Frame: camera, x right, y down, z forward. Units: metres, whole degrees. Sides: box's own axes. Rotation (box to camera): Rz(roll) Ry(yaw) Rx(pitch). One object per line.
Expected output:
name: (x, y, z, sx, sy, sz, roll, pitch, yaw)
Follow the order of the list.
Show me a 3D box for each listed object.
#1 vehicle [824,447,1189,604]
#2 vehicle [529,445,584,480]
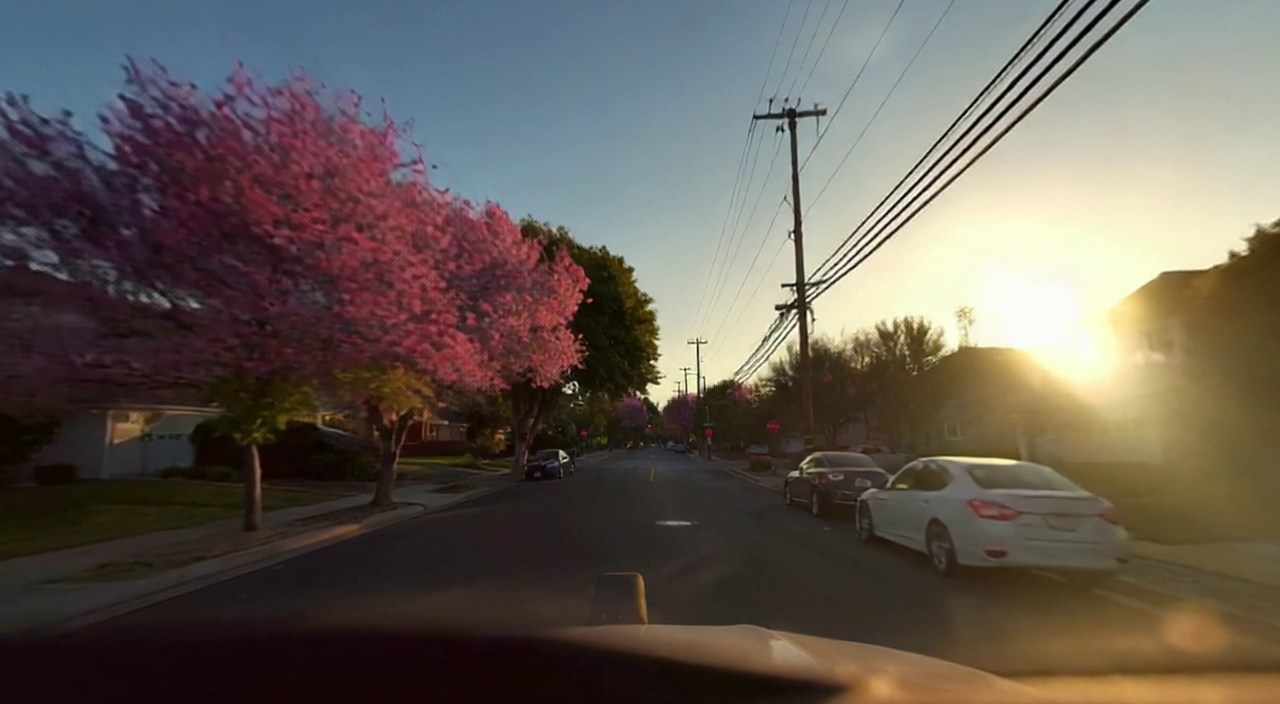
vehicle: (4.280, 2.048, 8.588, 2.006, 1.489, 4.753, 0, -8, -2)
vehicle: (-4.027, 5.362, 31.062, 1.938, 1.508, 4.481, 0, -7, 2)
